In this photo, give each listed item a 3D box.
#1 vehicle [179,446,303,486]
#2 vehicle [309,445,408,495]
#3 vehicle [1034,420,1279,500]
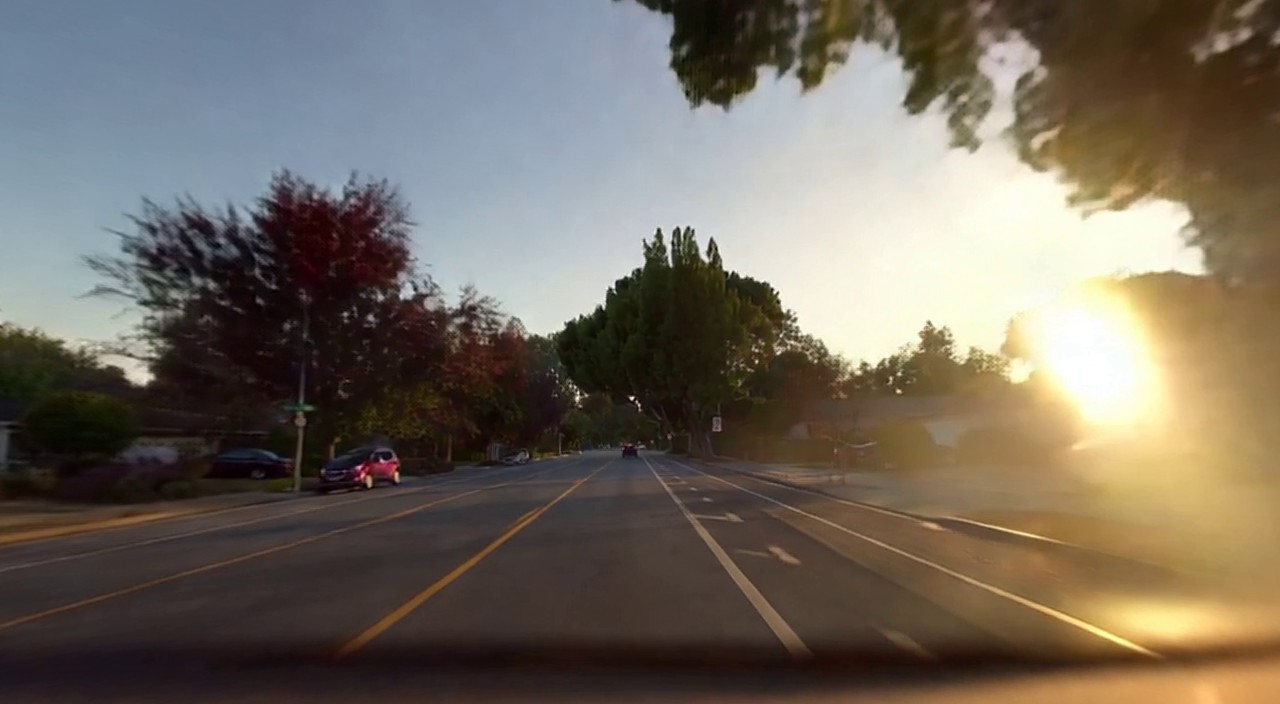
[{"bbox_3d":[-19.476,5.559,30.989,4.668,1.824,1.999,0,-9,-1],"label":"vehicle"},{"bbox_3d":[-11.893,5.012,27.124,2.062,1.821,4.880,-3,-10,-1],"label":"vehicle"},{"bbox_3d":[12.058,2.494,14.747,4.194,1.680,2.150,0,-9,1],"label":"vehicle"}]
